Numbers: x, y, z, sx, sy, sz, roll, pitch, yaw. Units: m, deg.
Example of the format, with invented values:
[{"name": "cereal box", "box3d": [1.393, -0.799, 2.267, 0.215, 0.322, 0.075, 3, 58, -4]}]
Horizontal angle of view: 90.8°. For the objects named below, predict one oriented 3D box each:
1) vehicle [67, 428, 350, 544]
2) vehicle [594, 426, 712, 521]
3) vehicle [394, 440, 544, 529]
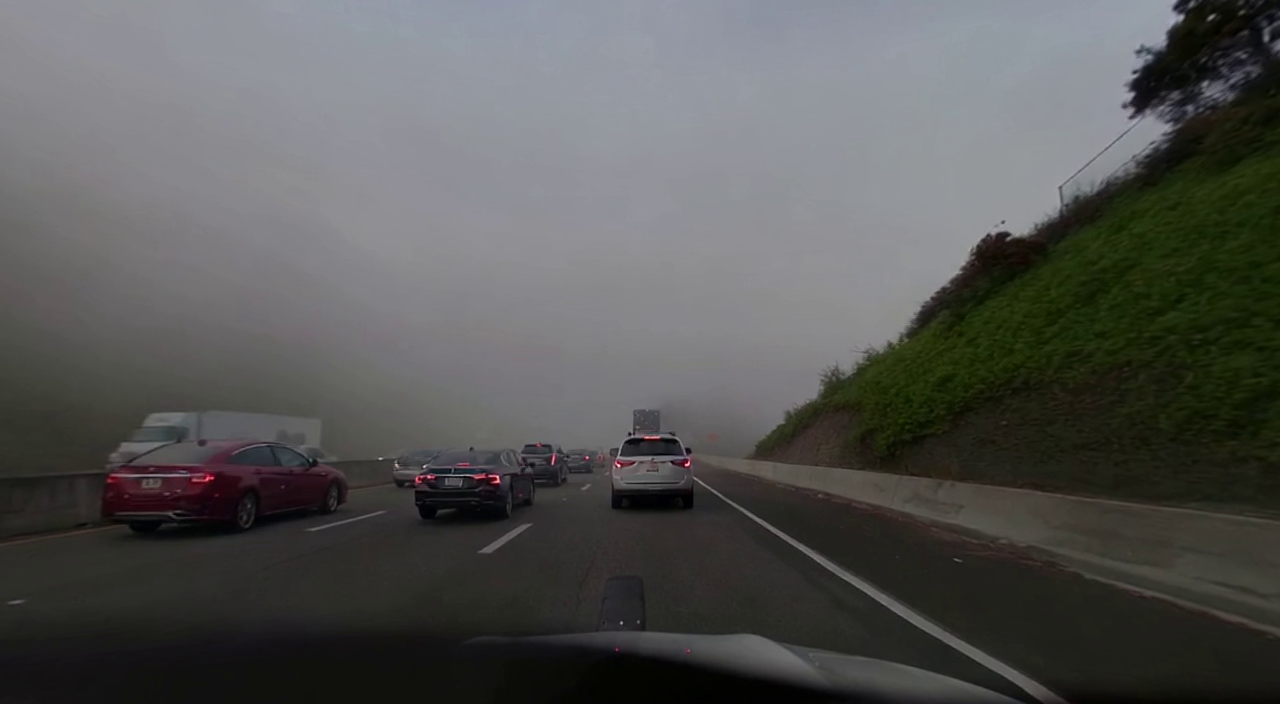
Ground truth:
[{"name": "vehicle", "box3d": [-7.469, 2.347, 11.695, 1.986, 1.700, 4.558, 0, -9, 0]}, {"name": "vehicle", "box3d": [0.227, 2.704, 14.564, 2.210, 1.760, 5.303, 0, -9, -1]}, {"name": "vehicle", "box3d": [-3.253, 2.601, 12.886, 1.917, 1.506, 3.949, 0, -9, 1]}]
